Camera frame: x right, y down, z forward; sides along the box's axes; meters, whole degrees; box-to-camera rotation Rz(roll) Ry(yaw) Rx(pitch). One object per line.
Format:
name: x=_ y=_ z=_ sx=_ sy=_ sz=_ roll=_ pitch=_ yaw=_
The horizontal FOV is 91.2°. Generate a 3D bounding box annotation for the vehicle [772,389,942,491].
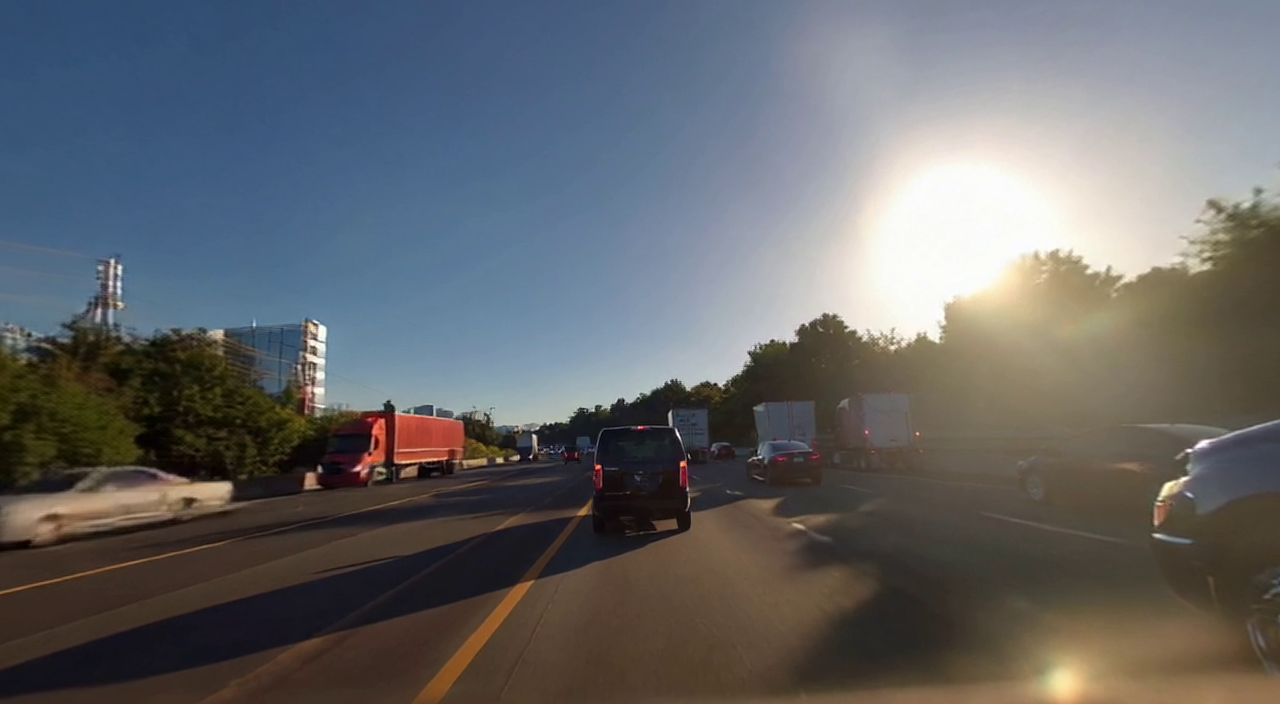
vehicle: x=7.978 y=3.570 z=25.133 sx=2.799 sy=3.188 sz=10.578 roll=0 pitch=-9 yaw=-1

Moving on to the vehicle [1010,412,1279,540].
vehicle: x=8.491 y=1.955 z=10.460 sx=1.913 sy=1.652 sz=4.384 roll=0 pitch=-9 yaw=0

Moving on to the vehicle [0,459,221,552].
vehicle: x=-11.470 y=3.098 z=13.343 sx=1.925 sy=1.517 sz=4.598 roll=0 pitch=-9 yaw=0

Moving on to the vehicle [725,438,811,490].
vehicle: x=4.005 y=3.564 z=20.231 sx=1.859 sy=1.512 sz=3.711 roll=0 pitch=-9 yaw=-2

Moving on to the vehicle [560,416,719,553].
vehicle: x=-0.021 y=1.906 z=9.556 sx=1.965 sy=1.664 sz=3.428 roll=0 pitch=-9 yaw=0

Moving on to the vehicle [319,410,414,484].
vehicle: x=-16.257 y=5.714 z=37.806 sx=2.984 sy=4.020 sz=5.983 roll=-1 pitch=-9 yaw=0

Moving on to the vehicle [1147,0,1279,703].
vehicle: x=4.250 y=-0.387 z=0.162 sx=2.987 sy=3.877 sz=5.881 roll=0 pitch=-9 yaw=-1
